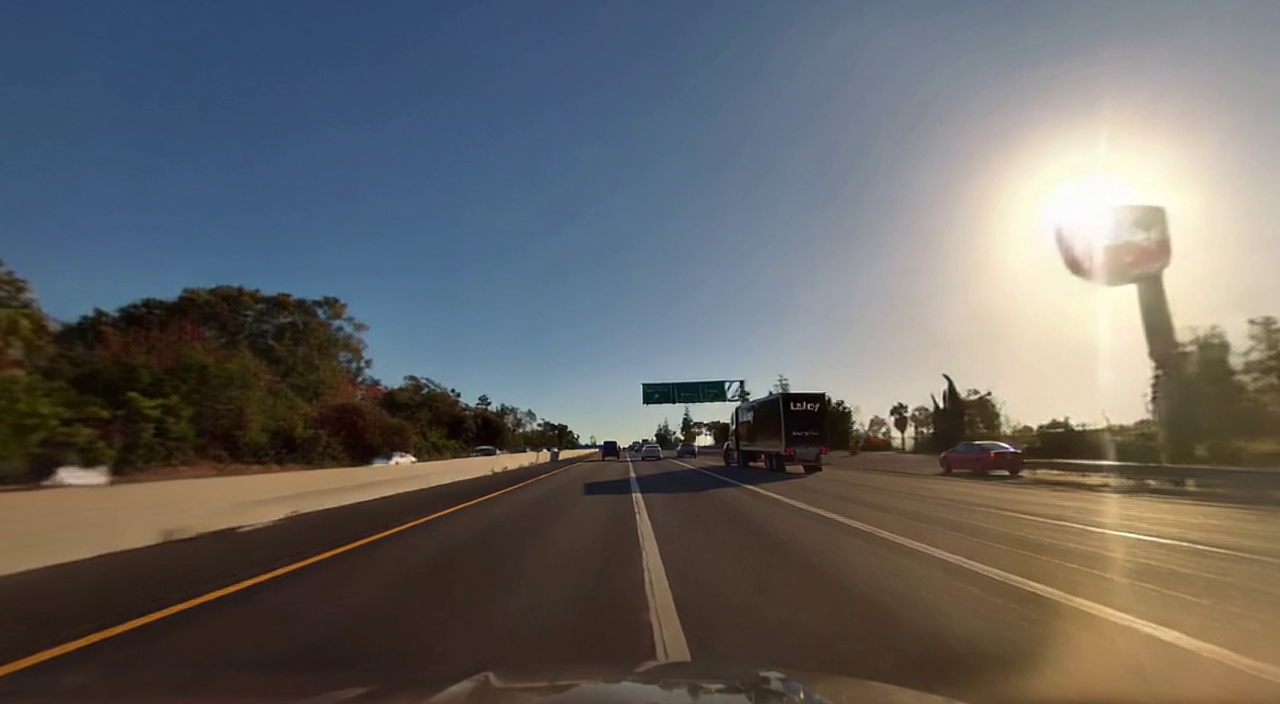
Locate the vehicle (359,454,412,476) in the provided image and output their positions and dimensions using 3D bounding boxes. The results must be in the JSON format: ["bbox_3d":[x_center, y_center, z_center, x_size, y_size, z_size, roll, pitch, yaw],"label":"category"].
[{"bbox_3d":[-18.245,8.105,45.526,1.875,1.482,4.640,0,-9,0],"label":"vehicle"}]

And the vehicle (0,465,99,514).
[{"bbox_3d":[-21.623,4.717,21.897,1.794,1.459,4.460,0,-9,-1],"label":"vehicle"}]

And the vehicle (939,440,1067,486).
[{"bbox_3d":[12.825,3.945,22.728,1.862,1.462,4.459,0,-9,-2],"label":"vehicle"}]

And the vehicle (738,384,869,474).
[{"bbox_3d":[8.855,4.800,37.615,2.892,4.128,16.495,0,-9,-2],"label":"vehicle"}]
